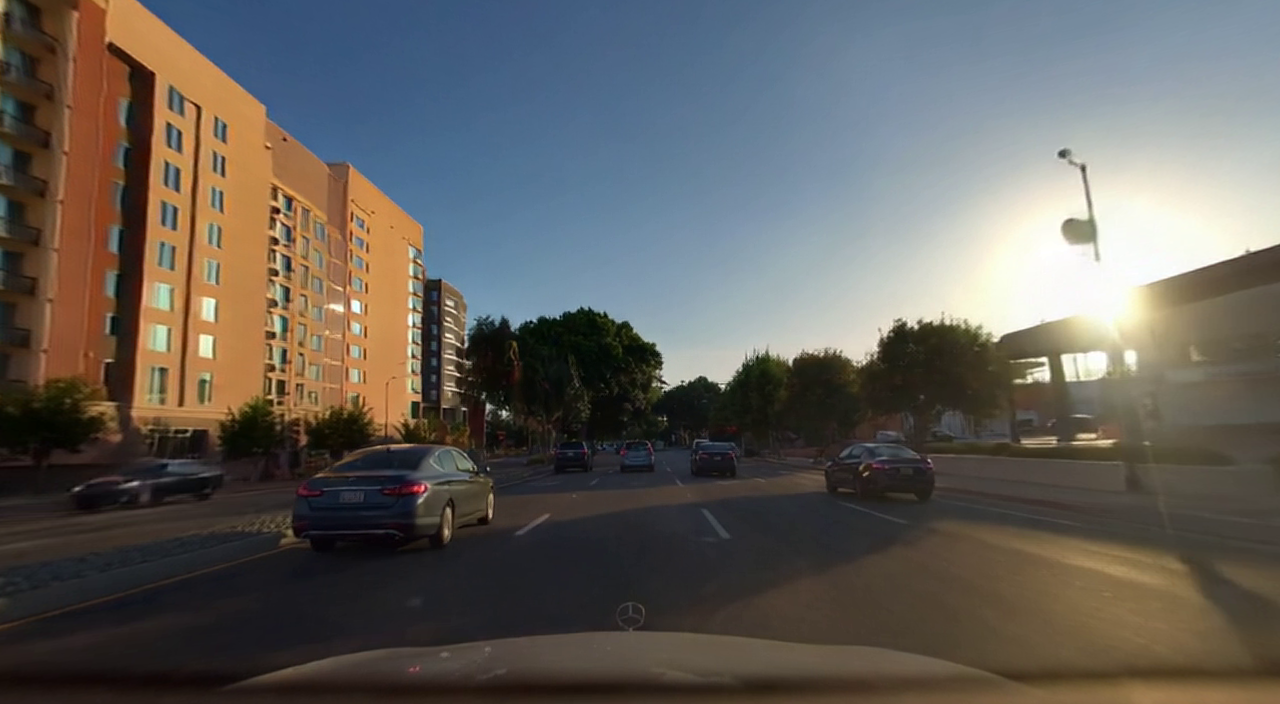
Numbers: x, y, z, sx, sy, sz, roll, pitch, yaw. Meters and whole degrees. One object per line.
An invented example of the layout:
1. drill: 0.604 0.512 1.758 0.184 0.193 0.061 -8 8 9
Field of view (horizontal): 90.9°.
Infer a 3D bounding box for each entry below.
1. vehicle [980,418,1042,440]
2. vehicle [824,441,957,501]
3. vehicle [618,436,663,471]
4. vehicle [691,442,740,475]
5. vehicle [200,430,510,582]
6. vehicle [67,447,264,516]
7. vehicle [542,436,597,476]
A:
1. vehicle: 26.566 5.560 45.092 4.617 1.459 1.819 5 -10 -33
2. vehicle: 6.915 3.312 18.033 1.865 1.458 4.605 0 -9 -1
3. vehicle: 0.005 5.586 34.771 2.304 1.795 4.526 0 -9 0
4. vehicle: 3.483 5.006 29.850 1.884 1.458 4.245 -1 -9 2
5. vehicle: -3.310 1.877 8.554 2.095 1.486 4.411 0 -9 1
6. vehicle: -14.555 3.948 19.885 2.204 1.855 5.107 0 -9 0
7. vehicle: -3.393 5.078 31.100 2.117 1.799 4.442 -1 -9 1
